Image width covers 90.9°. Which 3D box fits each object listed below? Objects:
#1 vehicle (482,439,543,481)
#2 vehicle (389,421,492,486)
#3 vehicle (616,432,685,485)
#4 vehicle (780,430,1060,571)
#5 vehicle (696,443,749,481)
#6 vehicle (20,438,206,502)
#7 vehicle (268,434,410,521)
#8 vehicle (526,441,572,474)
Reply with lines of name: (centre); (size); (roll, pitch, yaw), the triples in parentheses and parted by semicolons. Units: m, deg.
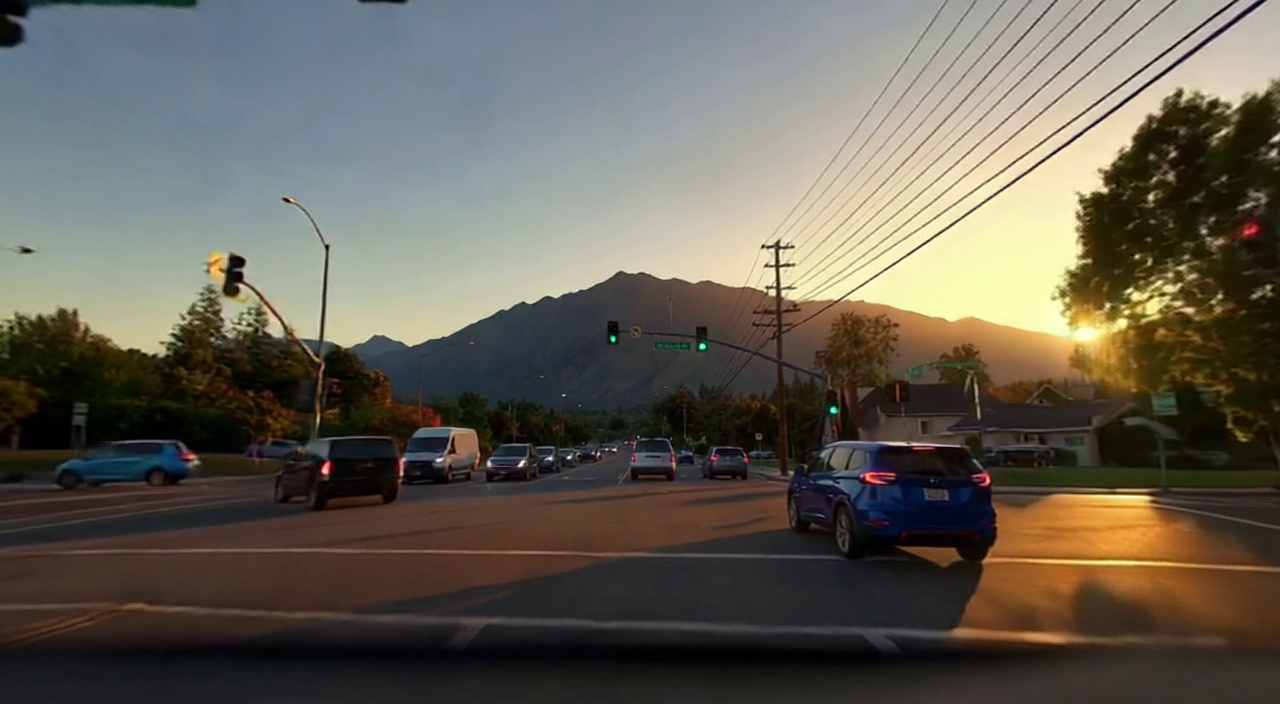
vehicle: (-5.916, 5.046, 29.792); (1.983, 1.801, 4.391); (0, -8, 0)
vehicle: (-9.177, 4.748, 29.806); (2.725, 2.710, 6.304); (0, -8, 0)
vehicle: (0.406, 4.436, 26.616); (2.636, 2.011, 5.130); (0, -8, 0)
vehicle: (3.859, 2.114, 9.891); (2.155, 1.658, 4.721); (0, -8, -1)
vehicle: (3.868, 5.216, 30.207); (1.957, 1.646, 4.355); (0, -8, 0)
vehicle: (-16.823, 3.727, 20.224); (4.530, 1.864, 1.999); (-2, -9, 11)
vehicle: (-7.405, 2.913, 15.271); (2.059, 1.749, 4.458); (7, -11, -38)
vehicle: (-5.560, 6.510, 39.327); (1.993, 1.884, 5.481); (0, -8, 1)
